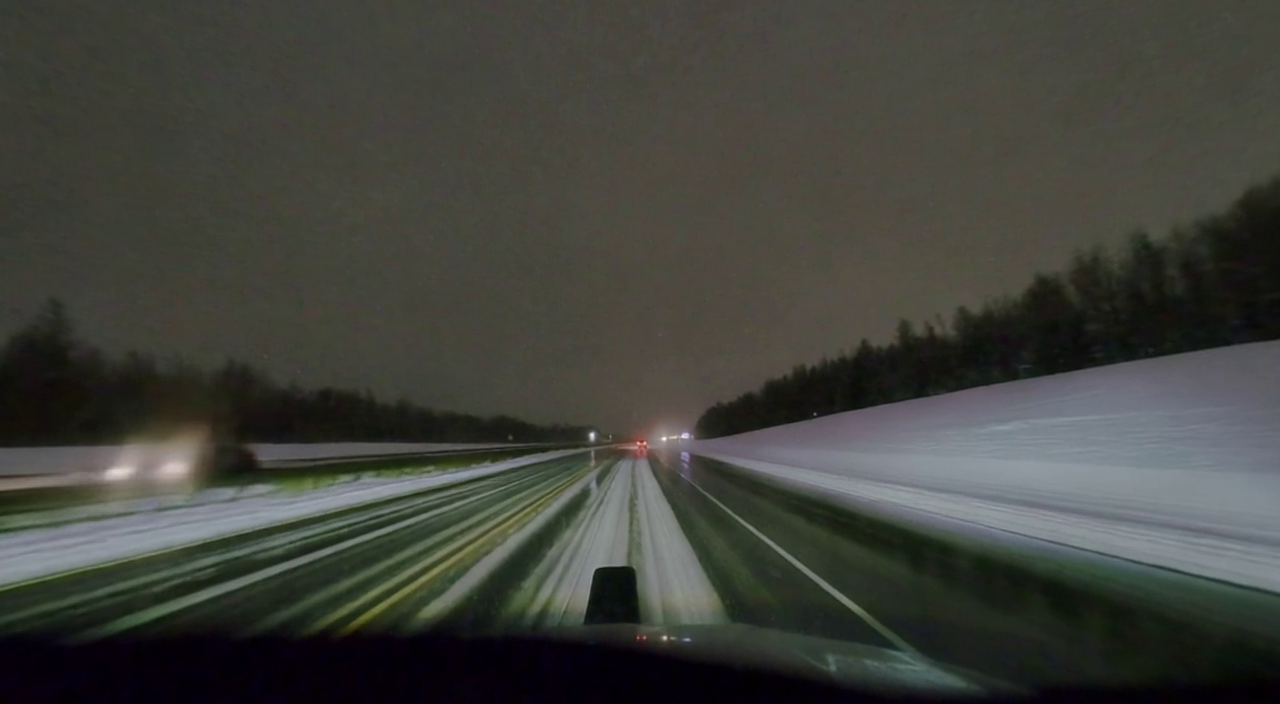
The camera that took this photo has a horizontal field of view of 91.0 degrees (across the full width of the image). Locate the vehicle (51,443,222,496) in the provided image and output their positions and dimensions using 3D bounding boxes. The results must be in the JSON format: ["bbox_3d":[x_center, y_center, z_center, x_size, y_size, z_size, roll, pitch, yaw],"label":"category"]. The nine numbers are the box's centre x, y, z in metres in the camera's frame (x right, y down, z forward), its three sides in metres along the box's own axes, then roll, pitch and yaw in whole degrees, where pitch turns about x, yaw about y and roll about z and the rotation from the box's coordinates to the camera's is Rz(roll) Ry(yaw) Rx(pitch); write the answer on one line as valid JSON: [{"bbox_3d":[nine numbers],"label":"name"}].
[{"bbox_3d":[-16.137,3.747,20.560,1.957,1.493,4.370,-1,-8,0],"label":"vehicle"}]
